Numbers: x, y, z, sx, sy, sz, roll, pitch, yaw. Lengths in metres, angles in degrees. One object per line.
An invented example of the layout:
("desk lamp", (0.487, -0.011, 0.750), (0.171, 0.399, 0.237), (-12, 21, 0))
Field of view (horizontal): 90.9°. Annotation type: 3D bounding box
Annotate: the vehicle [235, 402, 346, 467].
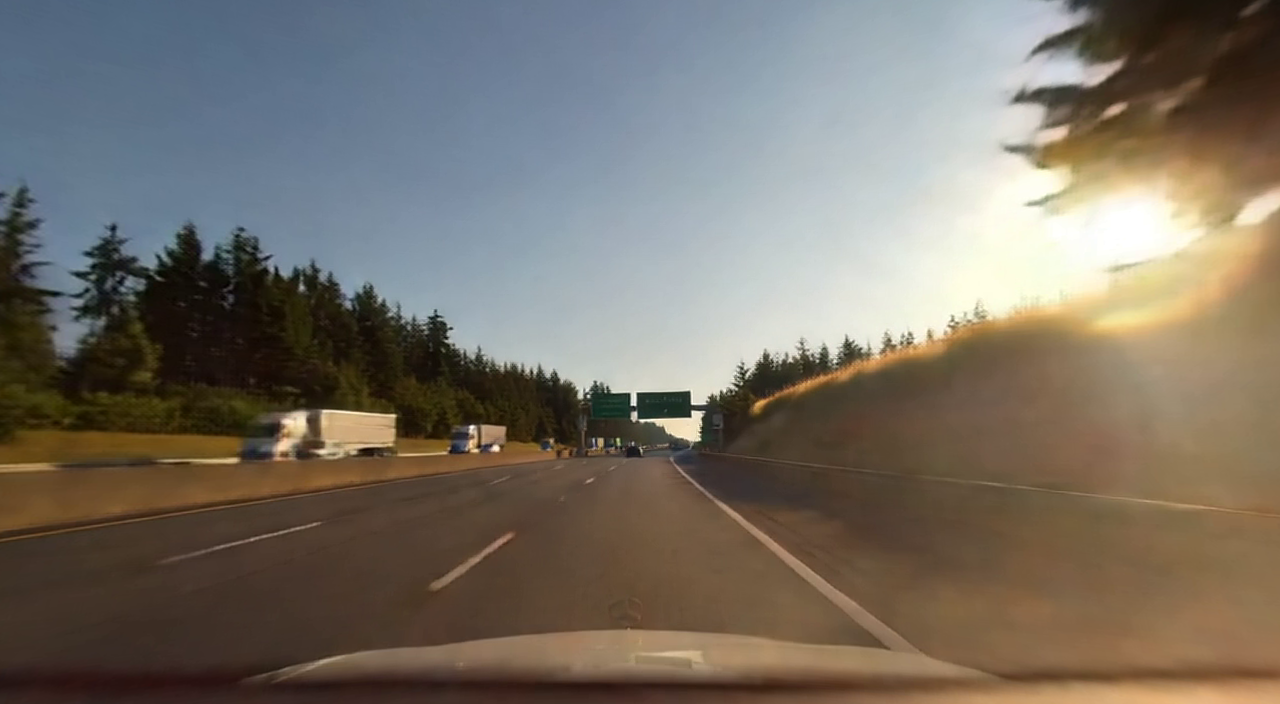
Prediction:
("vehicle", (-22.843, 5.531, 41.731), (2.953, 3.915, 7.157), (0, -9, 1))
